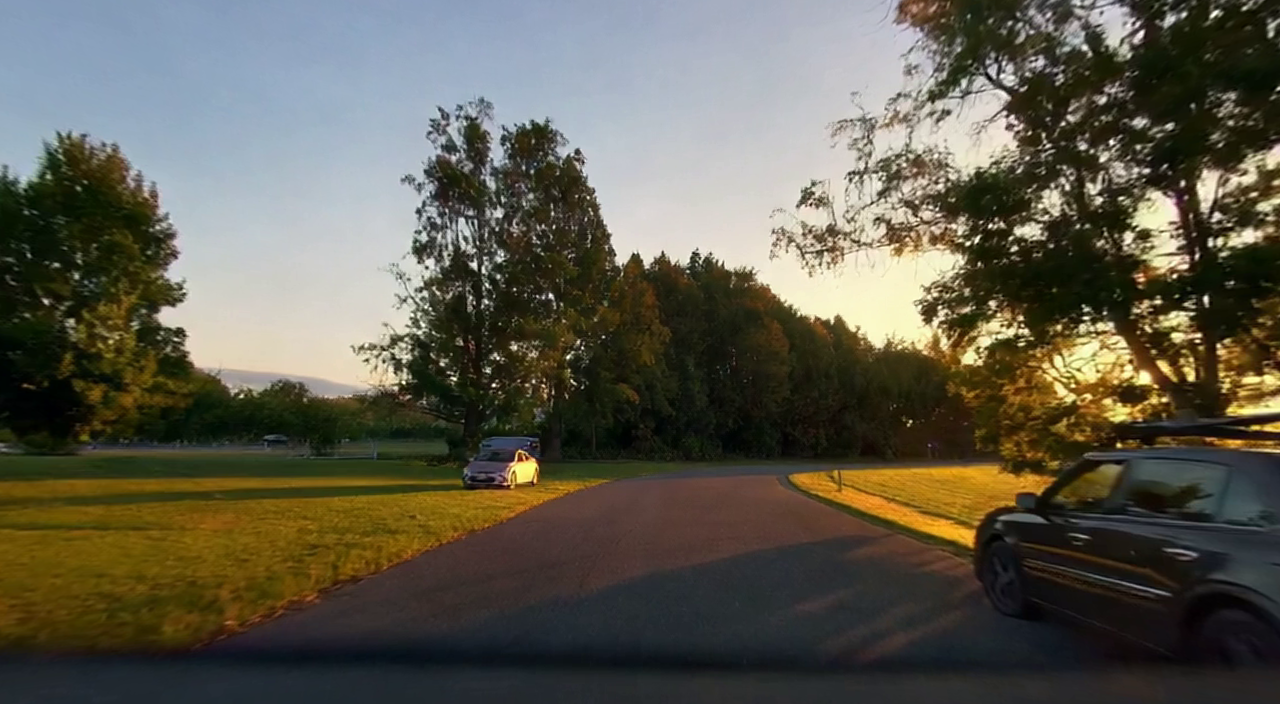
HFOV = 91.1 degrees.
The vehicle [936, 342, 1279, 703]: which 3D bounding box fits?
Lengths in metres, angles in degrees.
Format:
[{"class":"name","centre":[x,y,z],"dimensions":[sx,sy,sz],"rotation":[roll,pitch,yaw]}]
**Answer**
[{"class":"vehicle","centre":[3.894,1.034,3.808],"dimensions":[2.034,1.841,4.713],"rotation":[-1,-8,3]}]

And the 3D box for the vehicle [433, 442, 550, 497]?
[{"class":"vehicle","centre":[-4.521,3.662,20.049],"dimensions":[2.166,1.512,4.822],"rotation":[-1,-8,5]}]
